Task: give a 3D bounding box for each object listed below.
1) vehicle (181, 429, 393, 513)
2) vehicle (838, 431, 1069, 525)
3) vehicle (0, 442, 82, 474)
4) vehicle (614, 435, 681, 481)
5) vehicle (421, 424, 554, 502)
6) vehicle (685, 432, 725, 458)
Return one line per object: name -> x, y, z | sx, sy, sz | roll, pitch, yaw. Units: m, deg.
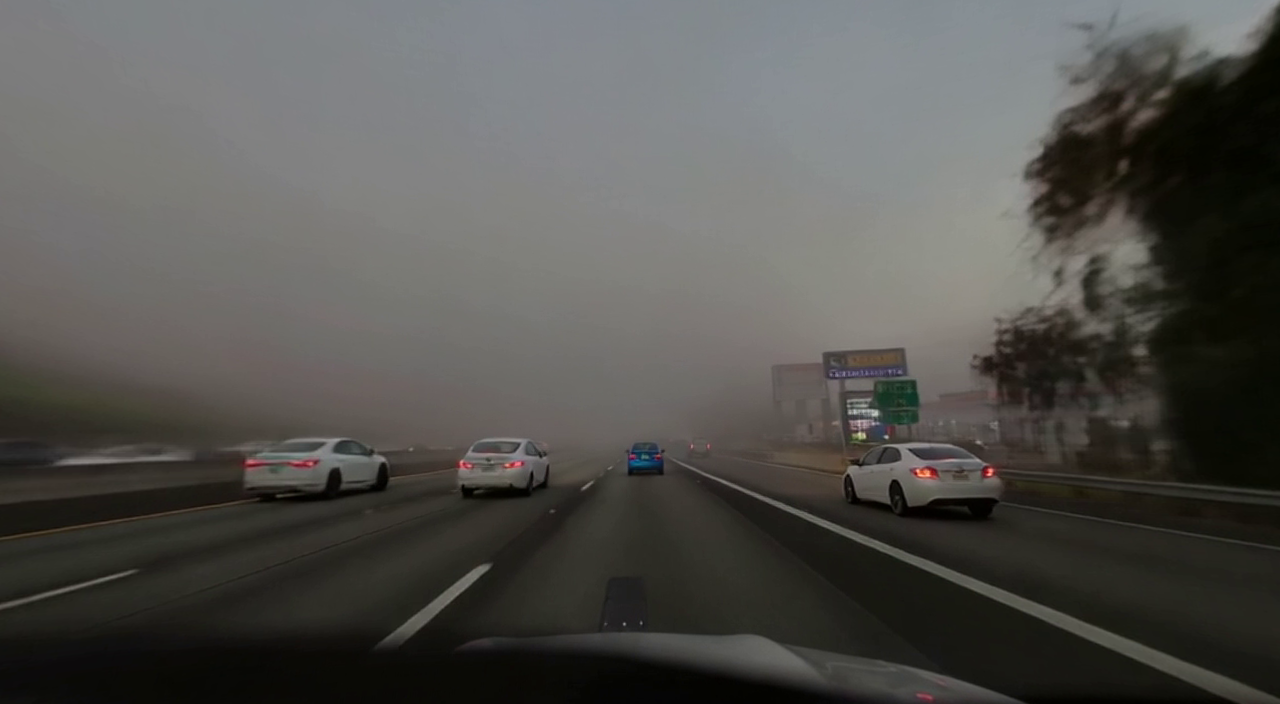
vehicle -> -7.219, 2.463, 13.585 | 1.932, 1.497, 4.458 | 0, -8, 1
vehicle -> 5.552, 2.271, 11.988 | 2.030, 1.442, 4.358 | 0, -8, -2
vehicle -> -32.136, 5.483, 32.792 | 1.895, 1.567, 4.707 | 0, -8, 0
vehicle -> 0.237, 3.679, 22.129 | 2.113, 1.464, 4.073 | 0, -8, 0
vehicle -> -3.504, 2.671, 15.631 | 1.927, 1.586, 5.142 | 0, -8, 1
vehicle -> 4.609, 6.681, 45.266 | 2.261, 1.781, 4.709 | 0, -8, -1
